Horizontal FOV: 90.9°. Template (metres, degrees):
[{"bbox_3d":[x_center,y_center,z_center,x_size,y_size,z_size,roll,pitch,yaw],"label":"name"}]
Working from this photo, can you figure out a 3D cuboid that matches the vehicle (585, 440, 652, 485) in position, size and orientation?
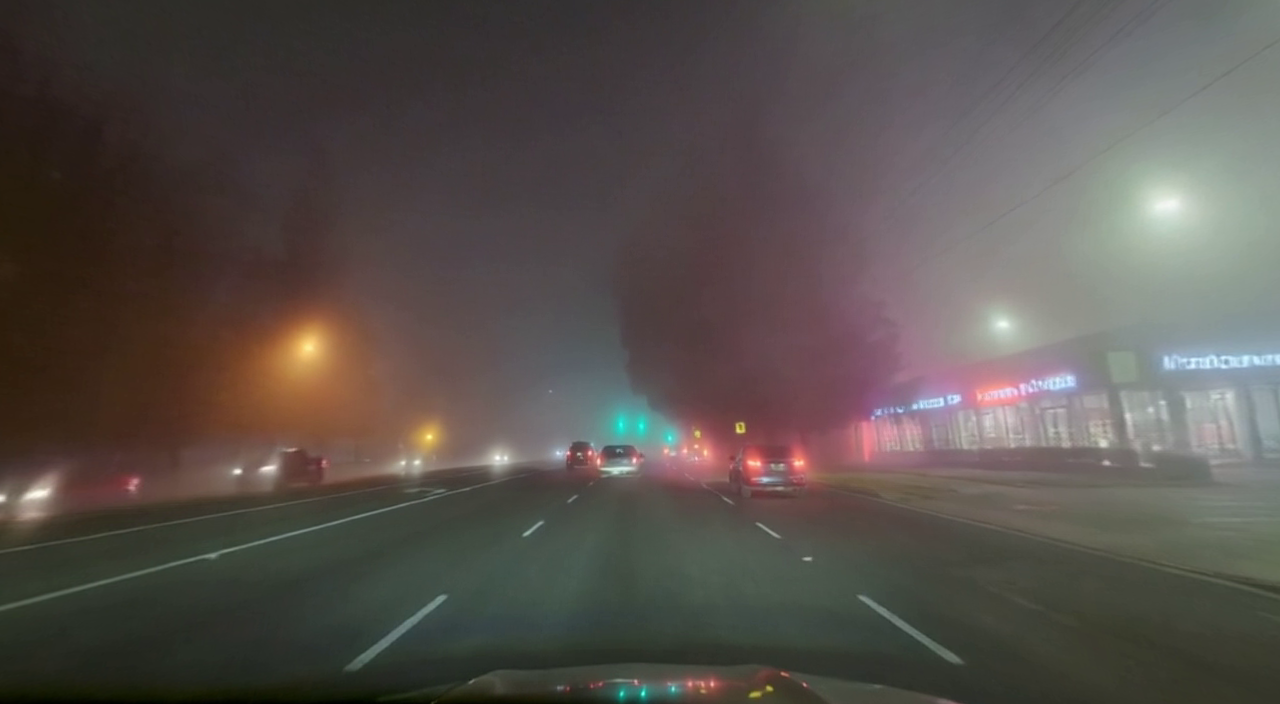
[{"bbox_3d":[-0.663,3.877,22.426,1.971,1.433,3.923,-1,-9,4],"label":"vehicle"}]

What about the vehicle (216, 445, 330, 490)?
[{"bbox_3d":[-15.267,4.798,26.580,1.957,1.732,4.568,0,-9,1],"label":"vehicle"}]

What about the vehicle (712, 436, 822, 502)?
[{"bbox_3d":[3.171,3.016,16.686,1.948,1.474,4.360,0,-9,-1],"label":"vehicle"}]

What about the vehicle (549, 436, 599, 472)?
[{"bbox_3d":[-3.325,5.264,32.824,2.023,1.720,4.452,-1,-9,1],"label":"vehicle"}]

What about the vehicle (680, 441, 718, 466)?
[{"bbox_3d":[3.695,6.449,40.244,1.913,1.463,4.198,0,-9,-1],"label":"vehicle"}]

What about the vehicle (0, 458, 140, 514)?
[{"bbox_3d":[-19.278,4.278,20.584,1.984,1.481,4.752,0,-9,0],"label":"vehicle"}]
